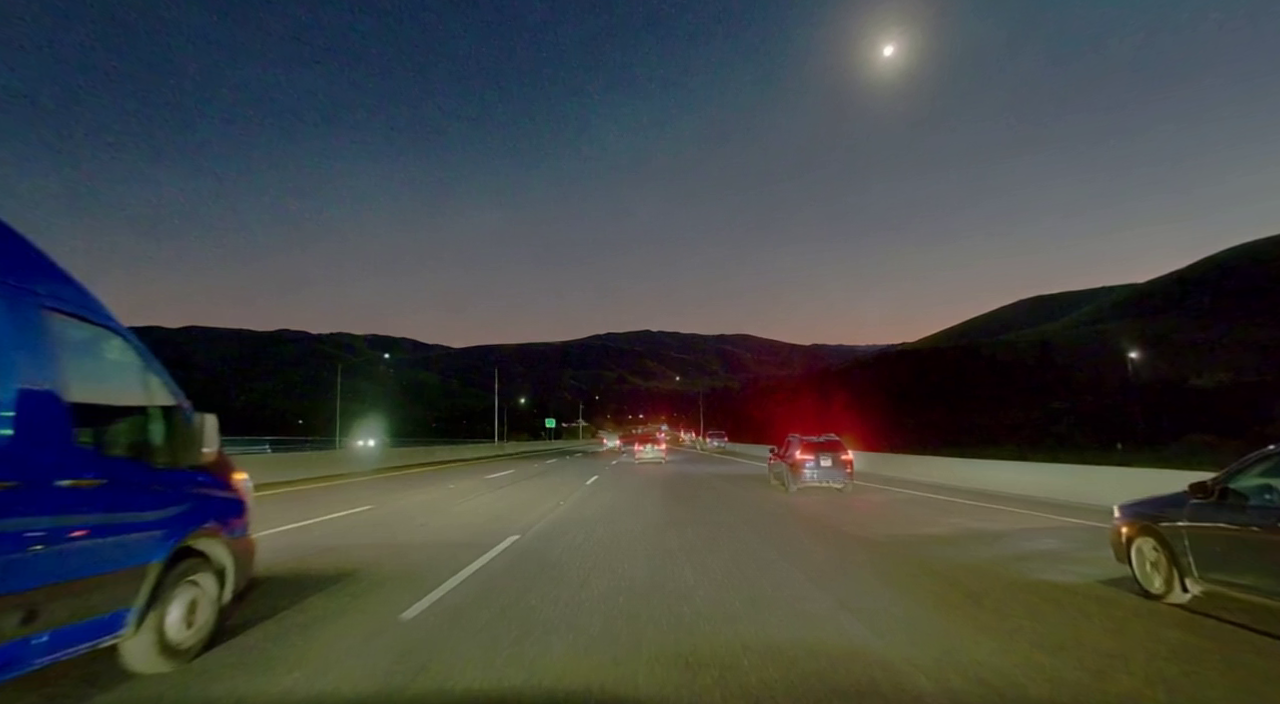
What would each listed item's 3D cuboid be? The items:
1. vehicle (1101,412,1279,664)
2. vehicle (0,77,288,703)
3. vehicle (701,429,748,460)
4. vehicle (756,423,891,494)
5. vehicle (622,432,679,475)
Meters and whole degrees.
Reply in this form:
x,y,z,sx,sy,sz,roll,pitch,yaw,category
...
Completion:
x,y,z,sx,sy,sz,roll,pitch,yaw,category
4.864,0.985,2.949,2.050,1.491,4.362,0,-8,-1,vehicle
-3.585,0.159,1.262,2.396,2.664,5.735,0,-8,0,vehicle
5.403,6.014,40.904,2.229,1.837,4.710,0,-8,-2,vehicle
4.736,2.833,17.060,2.270,1.660,4.101,0,-8,-2,vehicle
0.367,3.929,24.590,2.054,1.504,3.890,0,-8,0,vehicle
